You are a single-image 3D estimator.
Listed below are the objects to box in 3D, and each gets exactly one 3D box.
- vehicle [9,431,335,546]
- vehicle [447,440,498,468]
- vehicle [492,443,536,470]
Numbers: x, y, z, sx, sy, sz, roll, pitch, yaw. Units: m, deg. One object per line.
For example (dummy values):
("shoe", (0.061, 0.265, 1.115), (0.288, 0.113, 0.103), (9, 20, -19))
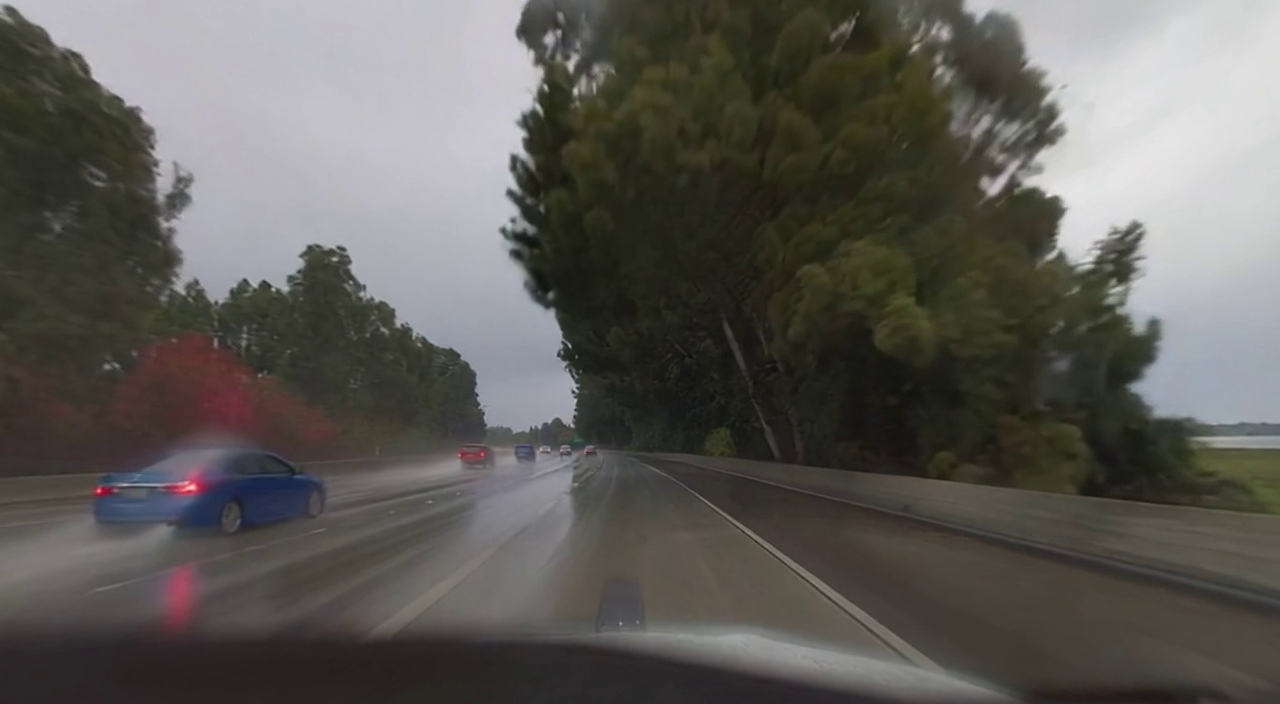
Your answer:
("vehicle", (-7.740, 2.285, 11.287), (2.133, 1.586, 4.869), (0, -9, -1))
("vehicle", (-12.406, 7.591, 47.121), (2.425, 1.926, 5.584), (0, -9, -2))
("vehicle", (-8.060, 6.711, 40.593), (2.060, 1.680, 4.255), (0, -9, -2))
